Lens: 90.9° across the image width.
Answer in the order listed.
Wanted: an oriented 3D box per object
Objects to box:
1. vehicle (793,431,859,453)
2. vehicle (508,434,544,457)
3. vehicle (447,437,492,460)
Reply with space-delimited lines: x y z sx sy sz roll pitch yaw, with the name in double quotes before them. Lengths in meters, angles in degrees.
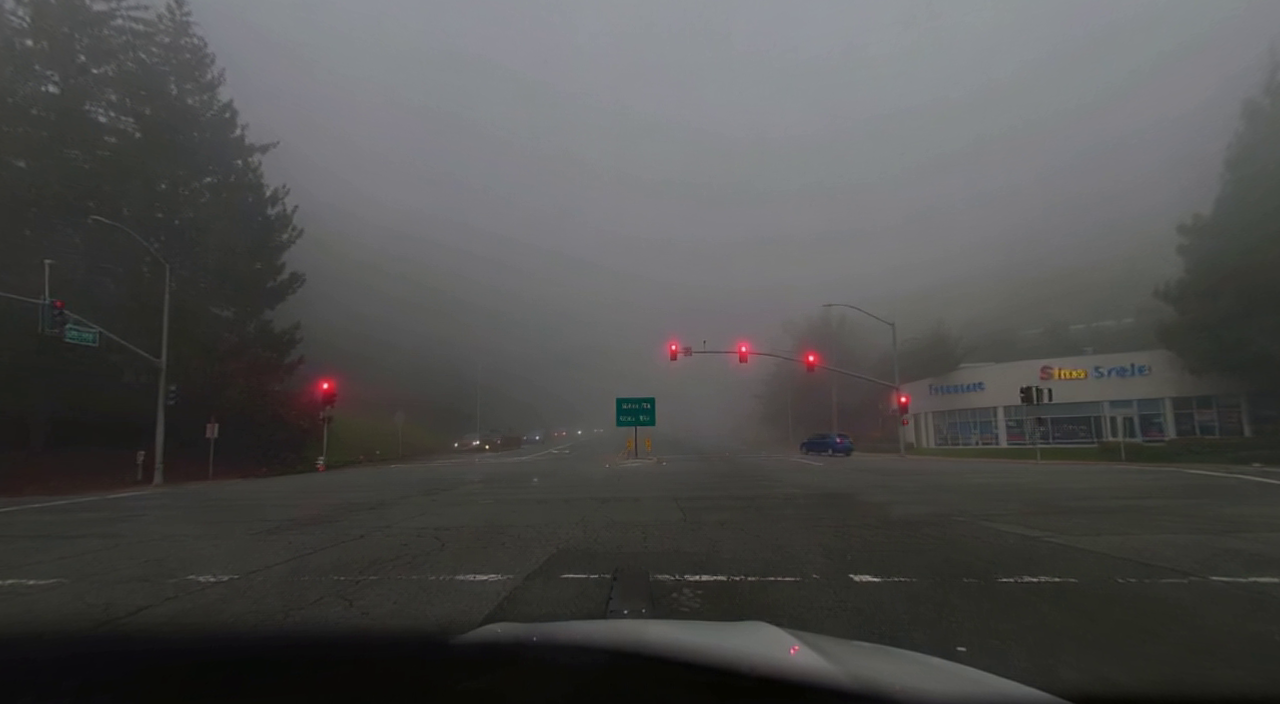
"vehicle" 13.146 6.448 44.850 1.781 1.448 4.560 4 -10 -26
"vehicle" -8.075 6.664 45.084 1.920 1.546 4.086 0 -9 -1
"vehicle" -11.787 6.691 43.891 2.111 1.499 4.371 0 -9 -3
